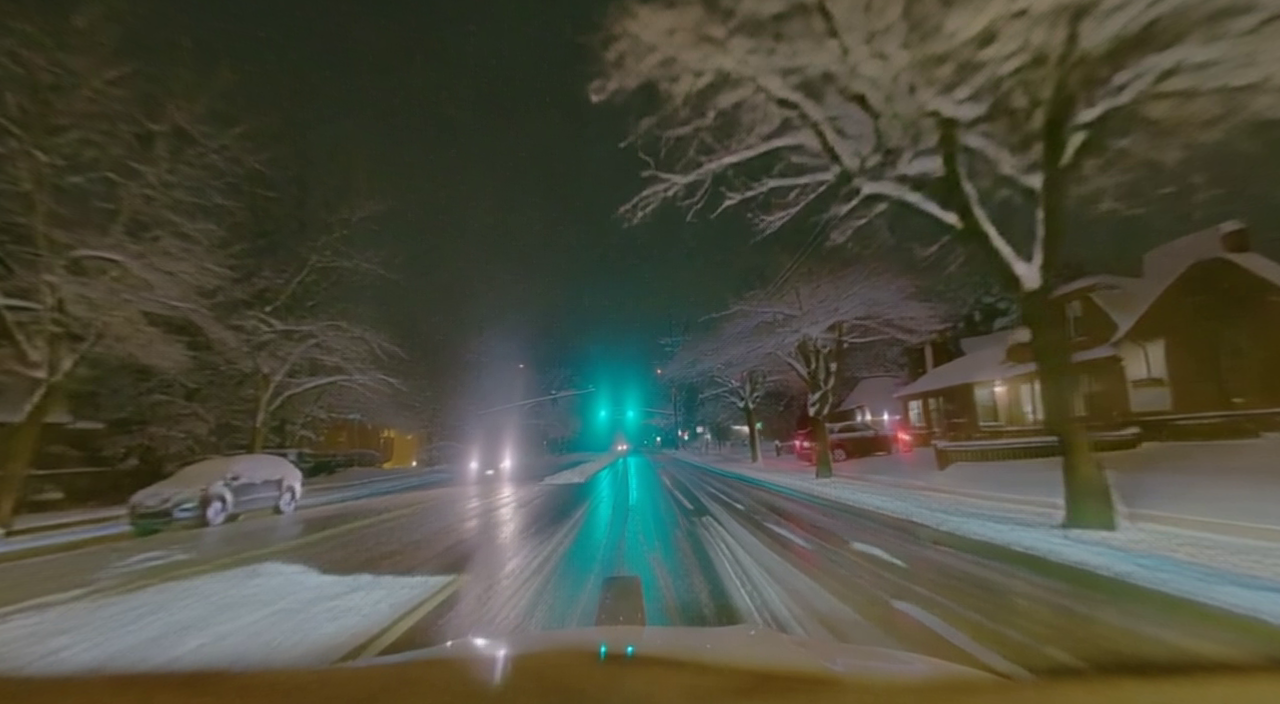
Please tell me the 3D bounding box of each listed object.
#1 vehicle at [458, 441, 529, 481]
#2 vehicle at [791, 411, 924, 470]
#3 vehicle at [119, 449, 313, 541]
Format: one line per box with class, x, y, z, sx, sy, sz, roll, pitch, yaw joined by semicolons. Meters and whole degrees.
vehicle;-6.979;5.210;30.604;2.142;1.611;4.890;-4;-9;1
vehicle;9.466;3.776;27.386;5.565;2.036;1.907;-1;-7;-27
vehicle;-11.472;3.805;17.649;2.024;1.795;5.054;-10;-8;-3
